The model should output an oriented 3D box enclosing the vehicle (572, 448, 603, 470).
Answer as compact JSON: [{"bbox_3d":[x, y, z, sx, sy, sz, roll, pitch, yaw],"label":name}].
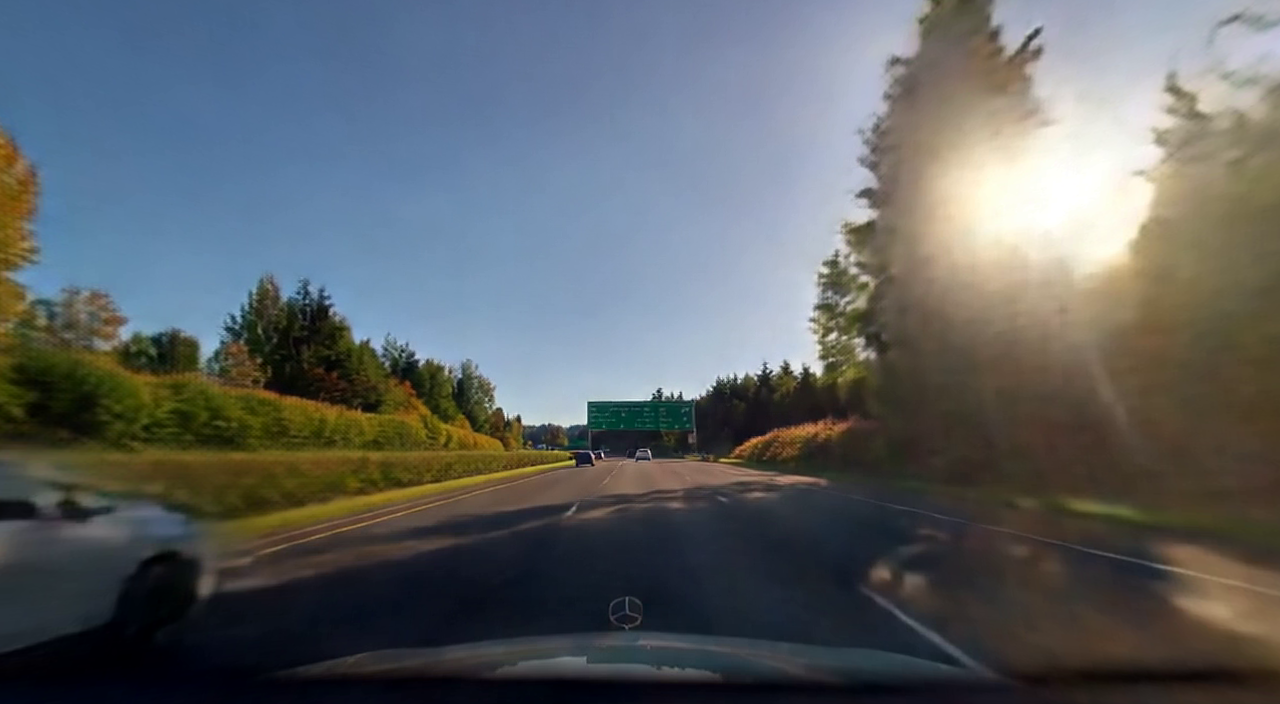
[{"bbox_3d":[-3.742,7.719,45.658,1.918,1.510,4.006,0,-9,0],"label":"vehicle"}]

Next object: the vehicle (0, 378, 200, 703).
[{"bbox_3d":[-3.570,0.716,1.306,2.028,1.584,4.481,0,-9,0],"label":"vehicle"}]
